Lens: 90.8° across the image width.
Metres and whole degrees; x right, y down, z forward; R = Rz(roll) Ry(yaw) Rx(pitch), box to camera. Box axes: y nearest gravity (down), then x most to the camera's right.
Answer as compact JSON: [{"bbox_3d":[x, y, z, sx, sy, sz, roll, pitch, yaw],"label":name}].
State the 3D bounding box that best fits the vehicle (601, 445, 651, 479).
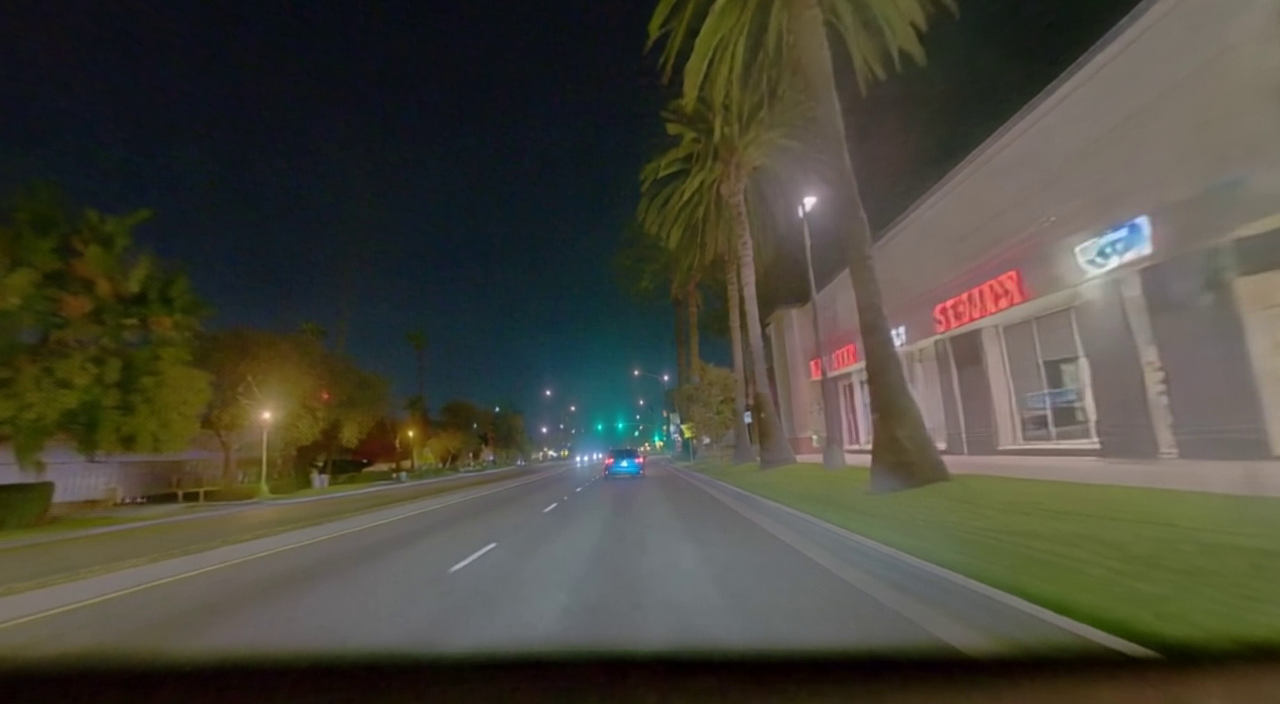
[{"bbox_3d":[-0.623,5.136,29.779,2.156,1.462,4.495,0,-8,0],"label":"vehicle"}]
